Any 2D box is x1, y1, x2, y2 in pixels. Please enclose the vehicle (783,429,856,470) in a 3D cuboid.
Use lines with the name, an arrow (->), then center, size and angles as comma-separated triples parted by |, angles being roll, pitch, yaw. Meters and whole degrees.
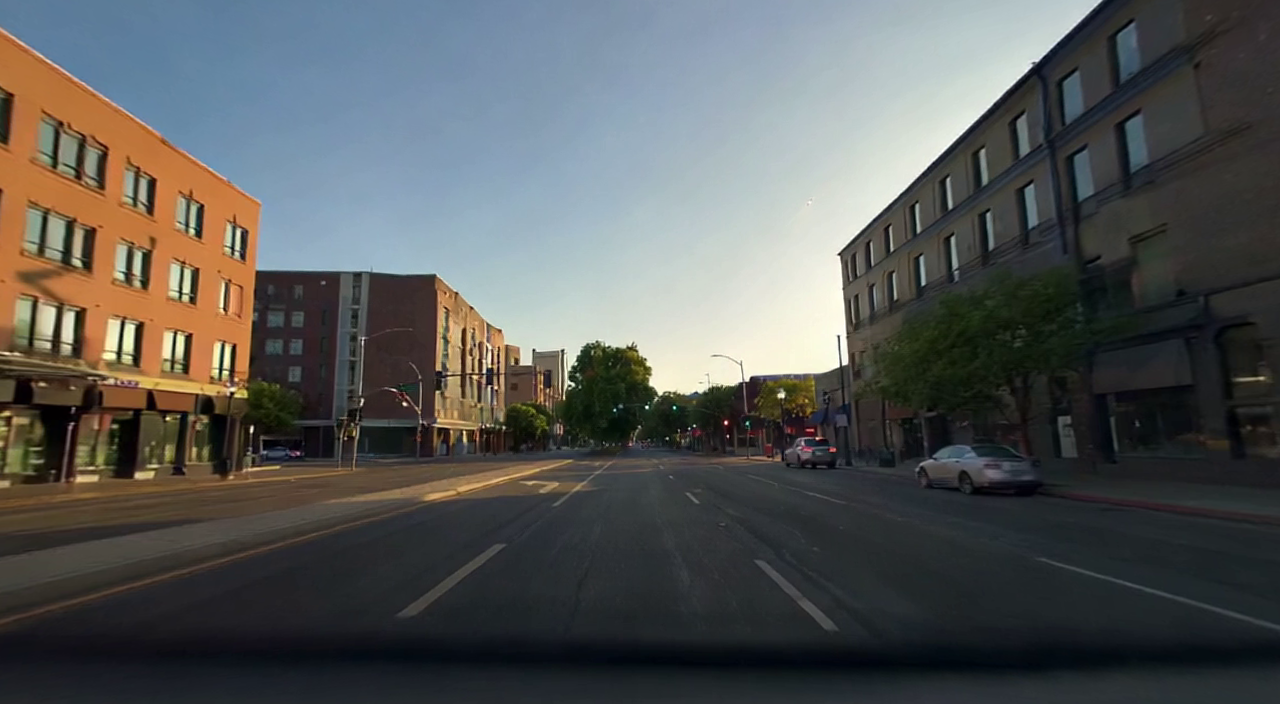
vehicle -> 10.009, 5.509, 35.917 | 2.273, 2.103, 5.788 | 0, -8, -2

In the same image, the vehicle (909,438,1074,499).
vehicle -> 9.671, 3.220, 17.931 | 1.945, 1.478, 4.653 | 0, -8, -1
